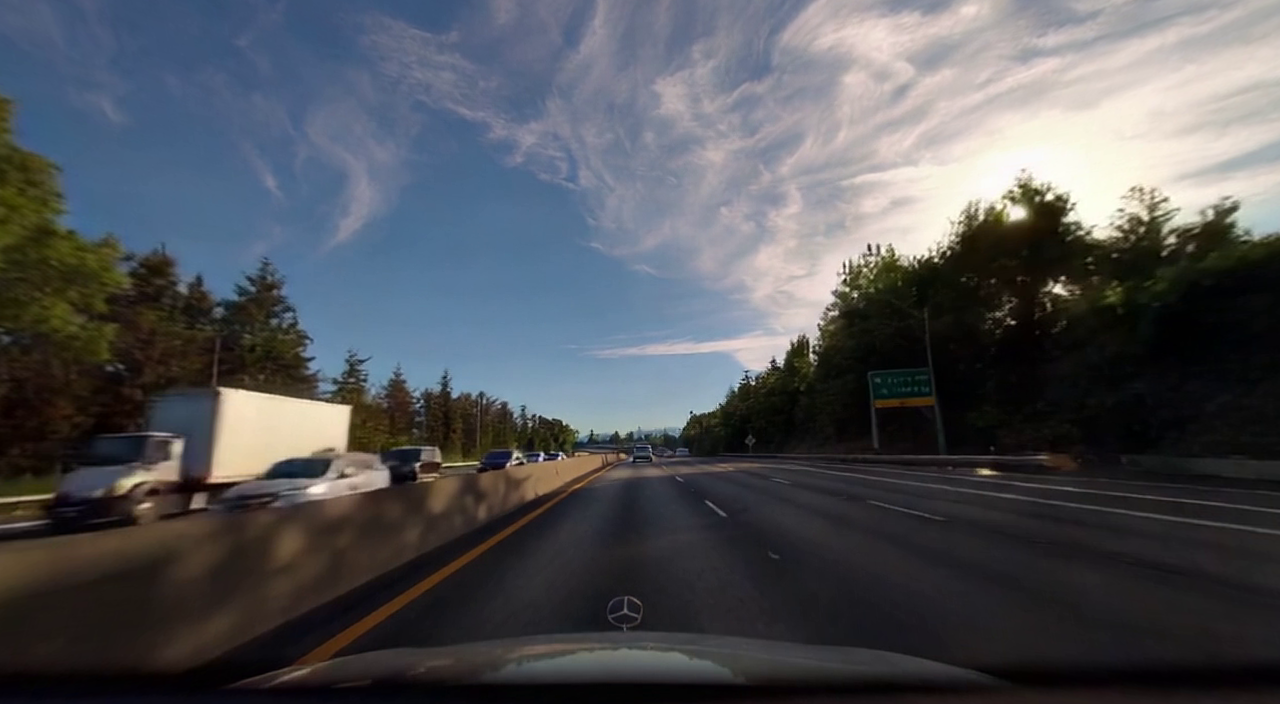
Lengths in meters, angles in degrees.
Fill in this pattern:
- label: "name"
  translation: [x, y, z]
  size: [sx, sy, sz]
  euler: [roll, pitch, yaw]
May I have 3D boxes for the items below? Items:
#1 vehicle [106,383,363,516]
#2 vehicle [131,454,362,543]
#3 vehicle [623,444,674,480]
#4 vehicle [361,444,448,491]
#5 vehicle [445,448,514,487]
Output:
- label: "vehicle"
  translation: [-14.838, 3.818, 24.821]
  size: [2.967, 4.046, 10.700]
  euler: [0, -9, 0]
- label: "vehicle"
  translation: [-8.072, 3.002, 13.638]
  size: [1.920, 1.533, 4.730]
  euler: [0, -9, 0]
- label: "vehicle"
  translation: [0.351, 5.071, 29.229]
  size: [2.177, 1.520, 4.278]
  euler: [0, -9, 0]
- label: "vehicle"
  translation: [-10.968, 5.382, 29.828]
  size: [2.131, 1.986, 5.151]
  euler: [0, -9, 0]
- label: "vehicle"
  translation: [-7.324, 5.299, 29.255]
  size: [2.055, 1.633, 4.239]
  euler: [0, -9, 0]
